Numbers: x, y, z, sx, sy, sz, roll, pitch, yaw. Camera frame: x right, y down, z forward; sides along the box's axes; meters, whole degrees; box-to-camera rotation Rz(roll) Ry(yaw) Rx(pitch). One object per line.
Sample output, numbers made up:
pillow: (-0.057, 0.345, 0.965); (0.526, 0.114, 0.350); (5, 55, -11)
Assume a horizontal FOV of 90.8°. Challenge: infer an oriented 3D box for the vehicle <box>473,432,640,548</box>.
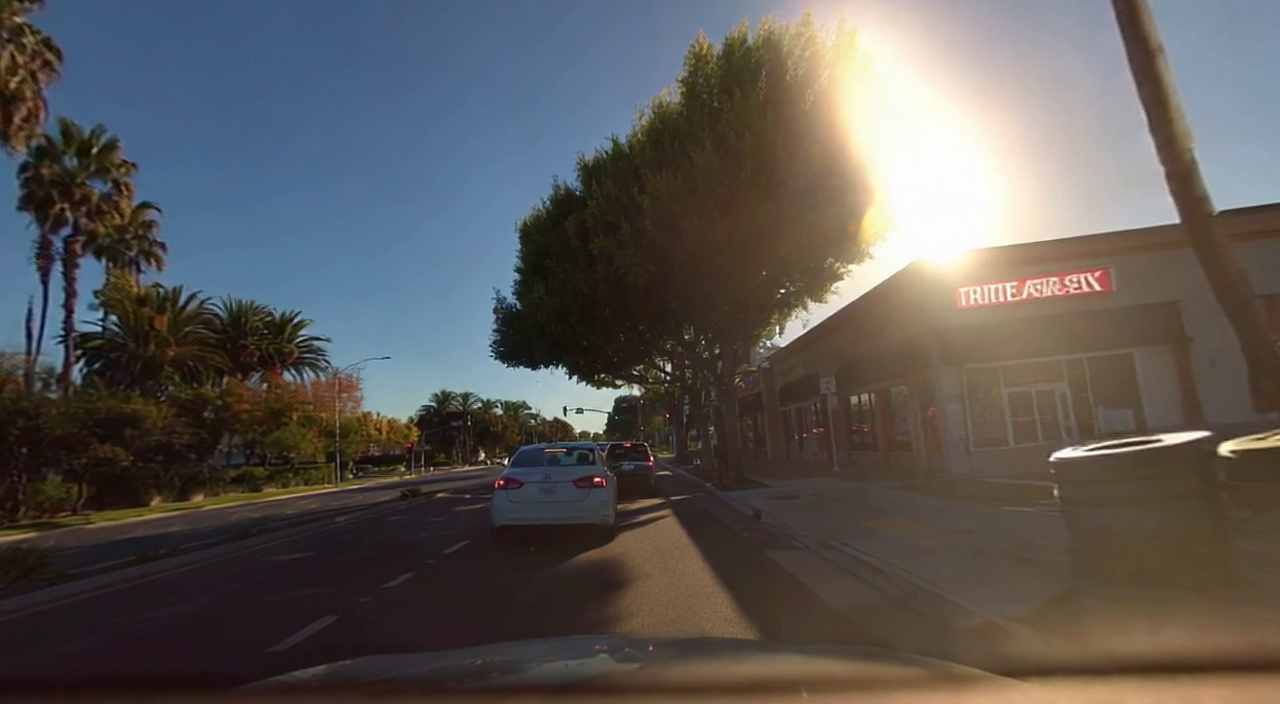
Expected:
vehicle: (-1.099, 2.103, 10.302); (2.169, 1.495, 4.048); (0, -8, 0)
